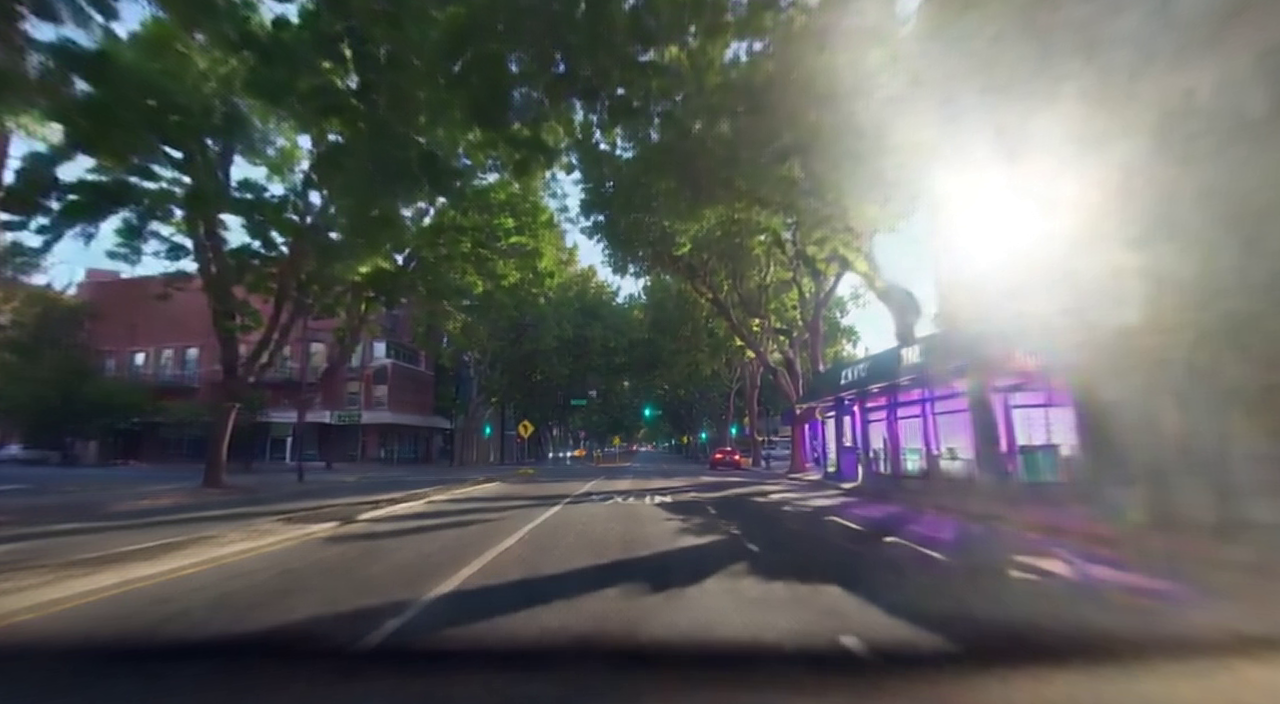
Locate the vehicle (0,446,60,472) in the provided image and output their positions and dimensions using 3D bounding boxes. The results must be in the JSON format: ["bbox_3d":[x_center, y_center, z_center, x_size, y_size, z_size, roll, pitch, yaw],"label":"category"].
[{"bbox_3d":[-44.239,7.485,44.188,4.973,1.790,1.987,0,-8,-1],"label":"vehicle"}]

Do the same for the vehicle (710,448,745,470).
[{"bbox_3d":[6.461,7.909,46.808,1.906,1.523,4.336,0,-9,-1],"label":"vehicle"}]
